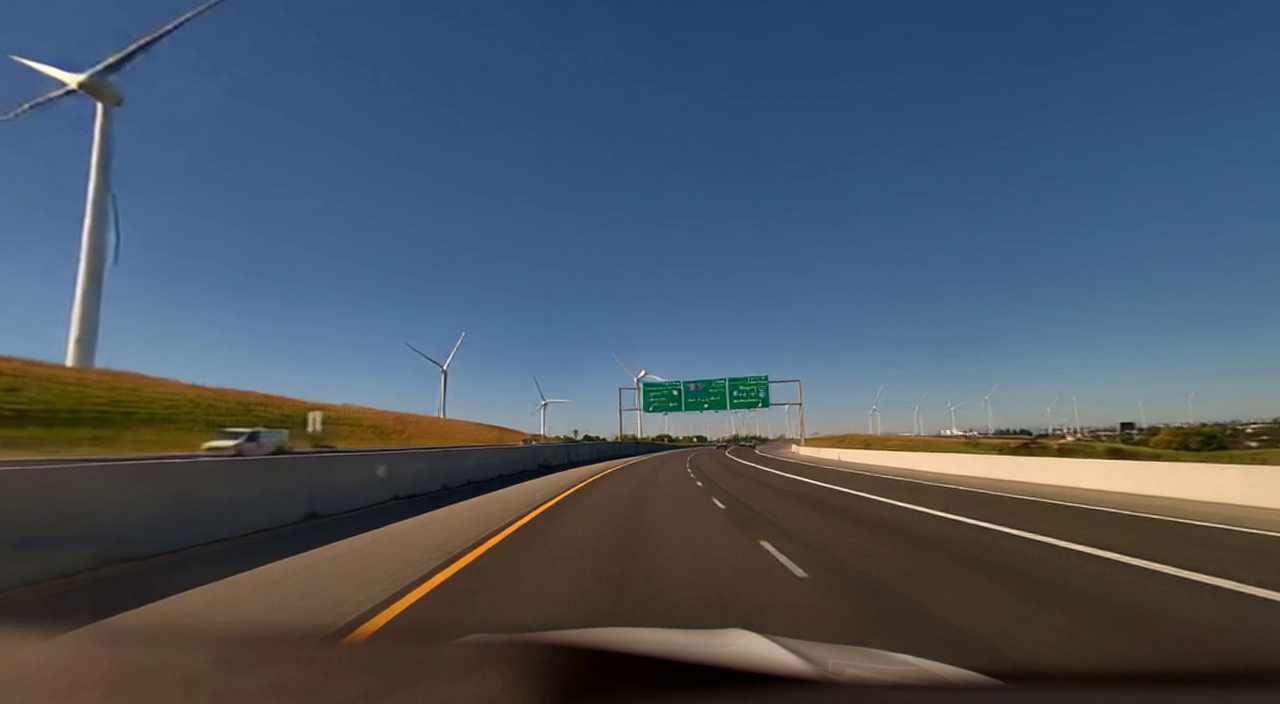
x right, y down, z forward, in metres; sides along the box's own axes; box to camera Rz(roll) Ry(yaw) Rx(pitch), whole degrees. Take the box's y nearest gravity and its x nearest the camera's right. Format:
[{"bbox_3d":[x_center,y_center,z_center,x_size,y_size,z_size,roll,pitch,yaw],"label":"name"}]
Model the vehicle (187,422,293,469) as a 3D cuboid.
[{"bbox_3d":[-19.592,4.651,31.198,2.113,2.089,5.212,0,-9,-4],"label":"vehicle"}]
